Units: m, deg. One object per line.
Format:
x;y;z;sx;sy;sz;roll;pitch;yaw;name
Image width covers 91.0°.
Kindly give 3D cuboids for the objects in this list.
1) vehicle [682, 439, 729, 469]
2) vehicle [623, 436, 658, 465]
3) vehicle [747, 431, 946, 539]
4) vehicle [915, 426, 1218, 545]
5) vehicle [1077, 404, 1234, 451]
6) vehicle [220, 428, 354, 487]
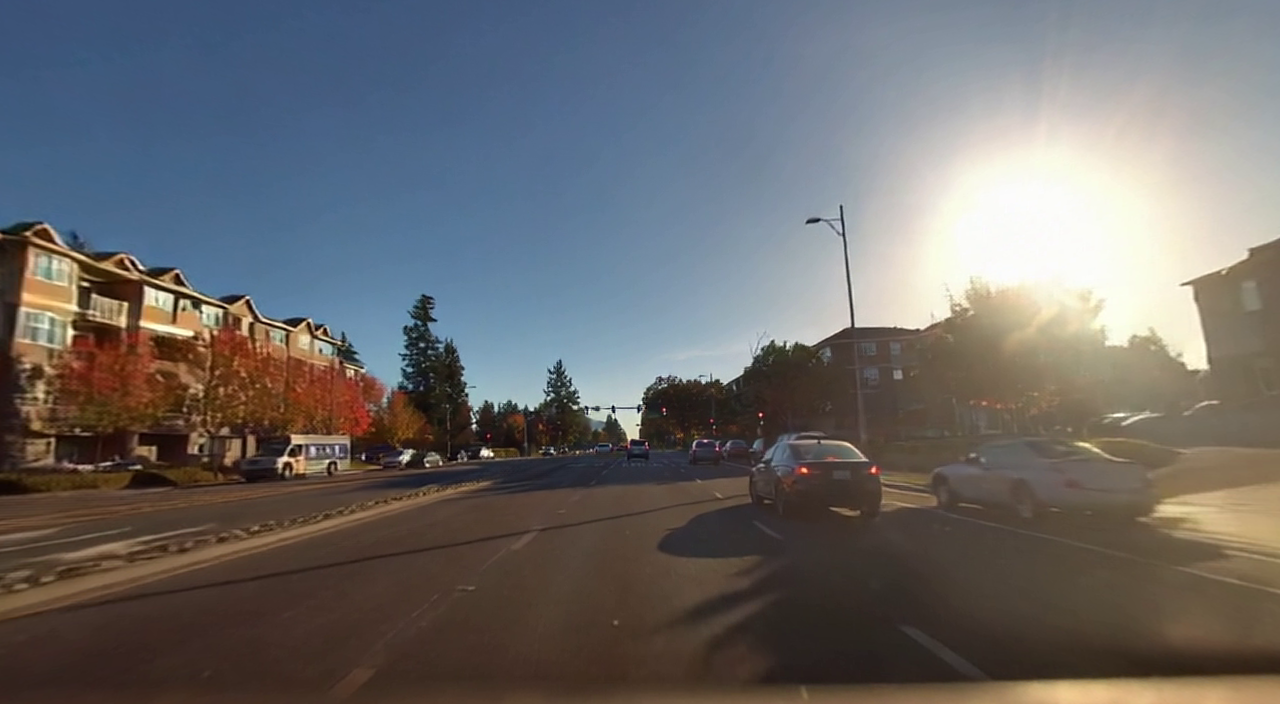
3.574;5.718;35.323;2.178;1.546;4.311;0;-9;0;vehicle
0.034;6.826;43.760;2.239;1.856;4.815;0;-9;0;vehicle
3.320;2.227;11.241;1.977;1.498;4.521;0;-9;-1;vehicle
6.856;2.180;10.976;2.061;1.593;4.602;0;-9;0;vehicle
21.772;3.285;26.768;2.025;1.768;4.672;6;-11;-38;vehicle
-22.267;6.729;40.609;2.961;3.271;9.547;0;-9;1;vehicle
